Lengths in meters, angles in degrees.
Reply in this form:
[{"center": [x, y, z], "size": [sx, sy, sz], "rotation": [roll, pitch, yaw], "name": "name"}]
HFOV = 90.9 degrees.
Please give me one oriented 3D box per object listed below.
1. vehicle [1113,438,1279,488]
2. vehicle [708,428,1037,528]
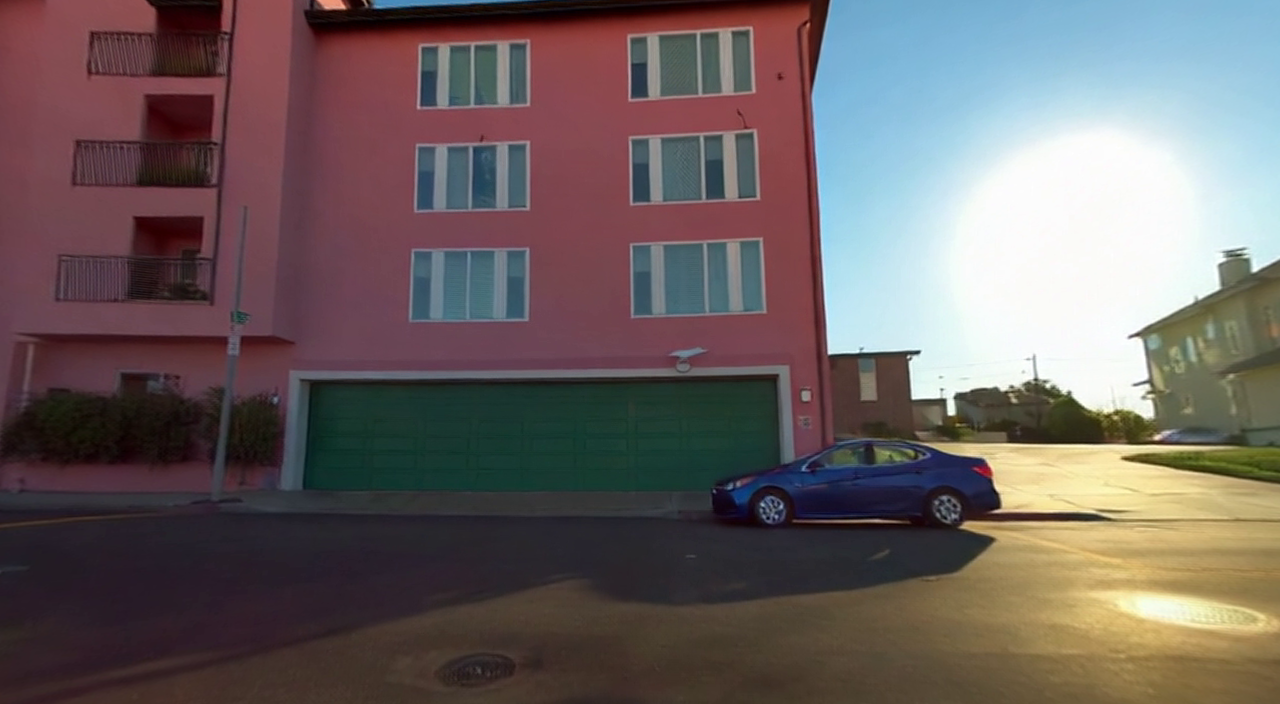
[{"center": [17.650, 3.443, 19.757], "size": [3.905, 1.475, 2.057], "rotation": [-1, -8, 5], "name": "vehicle"}, {"center": [3.518, 2.002, 10.369], "size": [4.697, 1.444, 1.825], "rotation": [-1, -8, 5], "name": "vehicle"}]
